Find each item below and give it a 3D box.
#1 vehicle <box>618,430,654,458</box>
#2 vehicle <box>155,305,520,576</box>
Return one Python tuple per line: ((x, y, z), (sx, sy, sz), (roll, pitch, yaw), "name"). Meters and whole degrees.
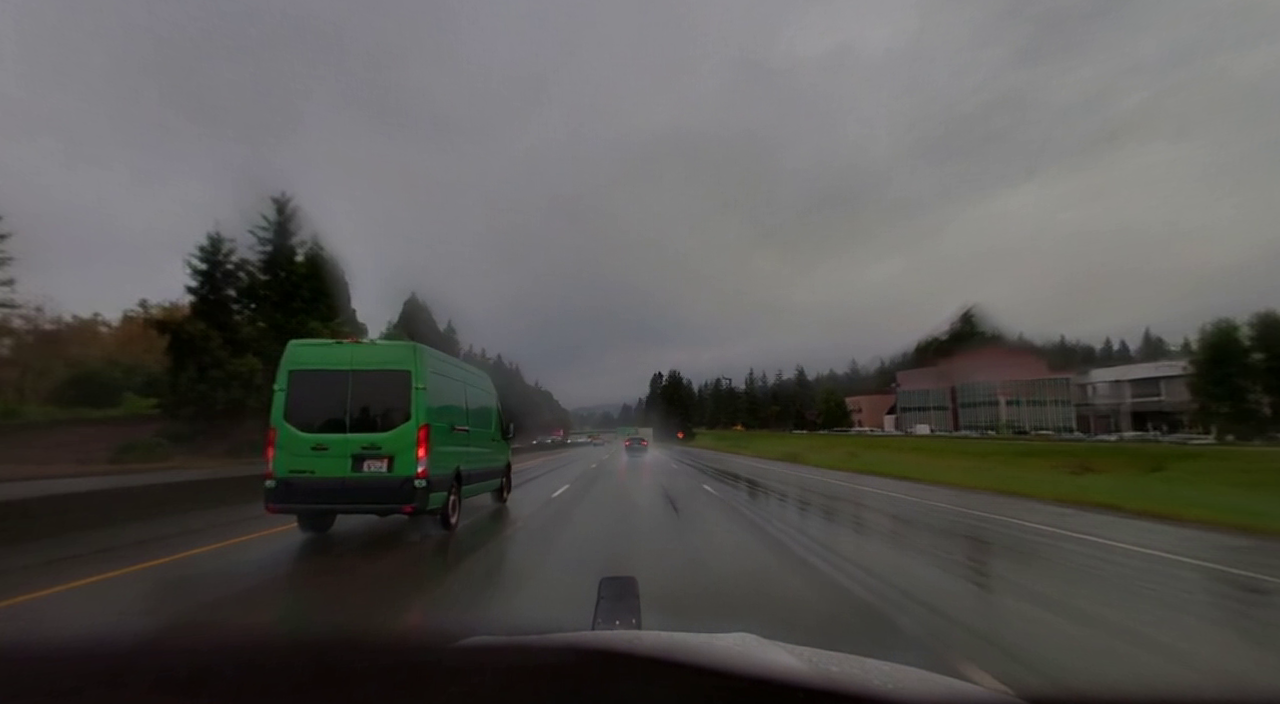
((-0.272, 5.779, 39.631), (2.104, 1.646, 4.176), (0, -8, -1), "vehicle")
((-3.408, 1.204, 8.966), (2.424, 2.577, 5.828), (0, -8, -2), "vehicle")
